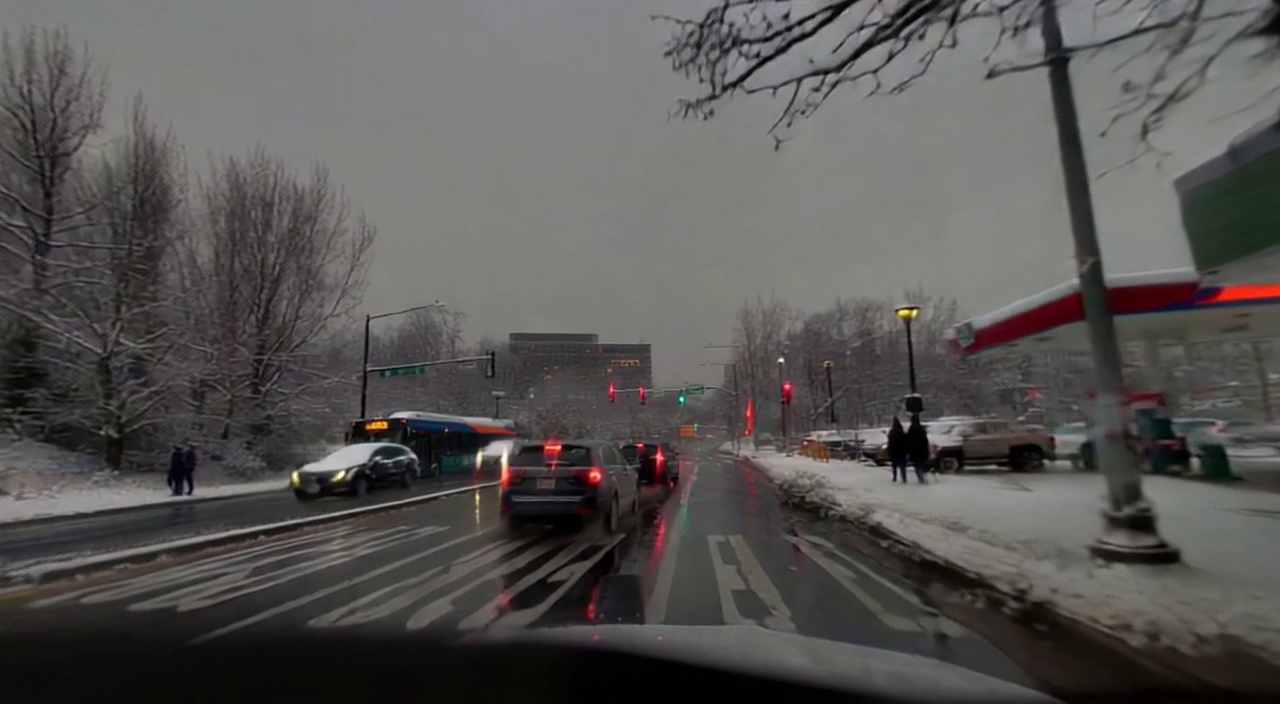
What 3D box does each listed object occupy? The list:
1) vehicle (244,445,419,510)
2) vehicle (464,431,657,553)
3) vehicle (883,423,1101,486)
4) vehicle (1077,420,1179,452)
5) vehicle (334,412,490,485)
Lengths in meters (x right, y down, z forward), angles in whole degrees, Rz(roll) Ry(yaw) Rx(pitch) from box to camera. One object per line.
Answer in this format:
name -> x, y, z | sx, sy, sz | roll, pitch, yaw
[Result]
vehicle -> -8.640, 3.526, 18.250 | 2.054, 1.599, 5.178 | -1, -9, 6
vehicle -> -0.966, 2.078, 10.024 | 2.092, 1.507, 4.078 | -1, -9, 7
vehicle -> 9.836, 2.926, 17.935 | 4.894, 1.451, 2.089 | -3, -9, 6
vehicle -> 28.567, 4.964, 36.817 | 4.130, 1.665, 2.141 | -2, -8, -1
vehicle -> -11.533, 5.186, 33.678 | 3.189, 3.205, 11.526 | 0, -9, 5
